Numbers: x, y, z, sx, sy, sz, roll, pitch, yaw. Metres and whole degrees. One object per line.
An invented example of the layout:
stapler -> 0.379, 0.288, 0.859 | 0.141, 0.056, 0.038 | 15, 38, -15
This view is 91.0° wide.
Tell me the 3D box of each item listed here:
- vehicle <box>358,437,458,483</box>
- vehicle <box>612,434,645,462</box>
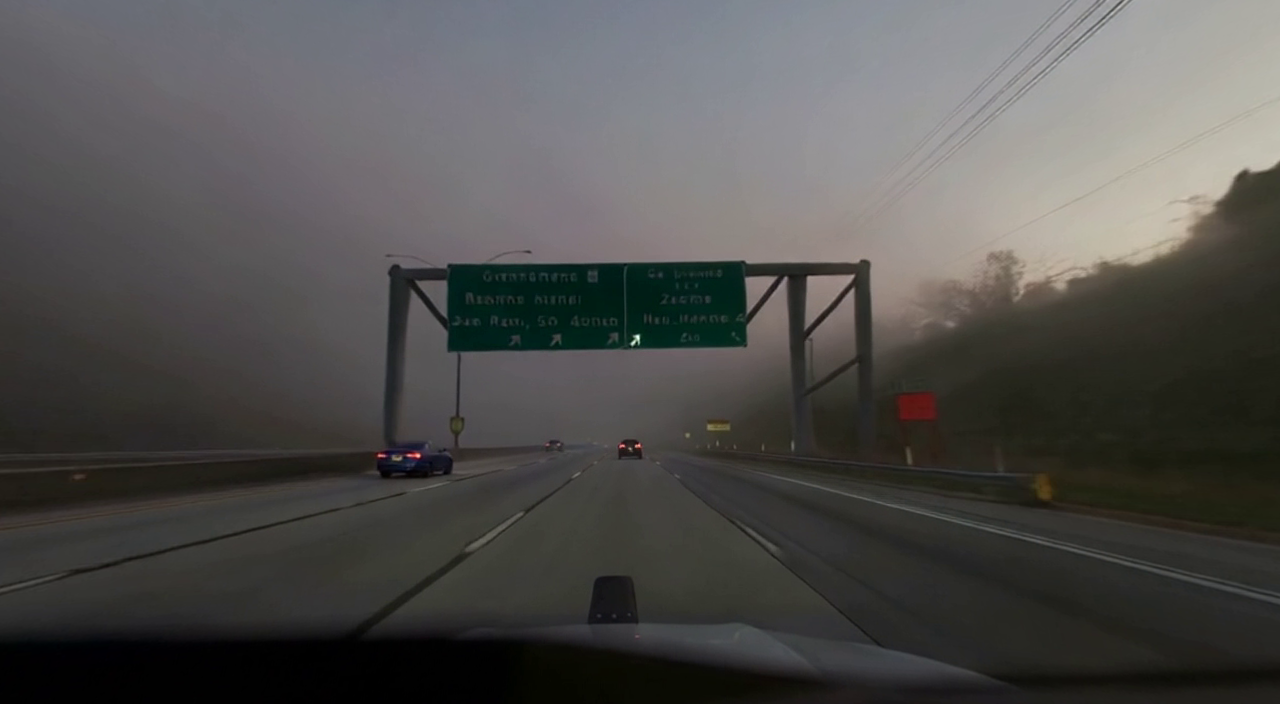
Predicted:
vehicle -> -8.090, 3.789, 22.433 | 1.949, 1.428, 4.408 | 0, -8, -1
vehicle -> -0.761, 6.272, 41.172 | 2.040, 1.715, 3.906 | 0, -8, -1
